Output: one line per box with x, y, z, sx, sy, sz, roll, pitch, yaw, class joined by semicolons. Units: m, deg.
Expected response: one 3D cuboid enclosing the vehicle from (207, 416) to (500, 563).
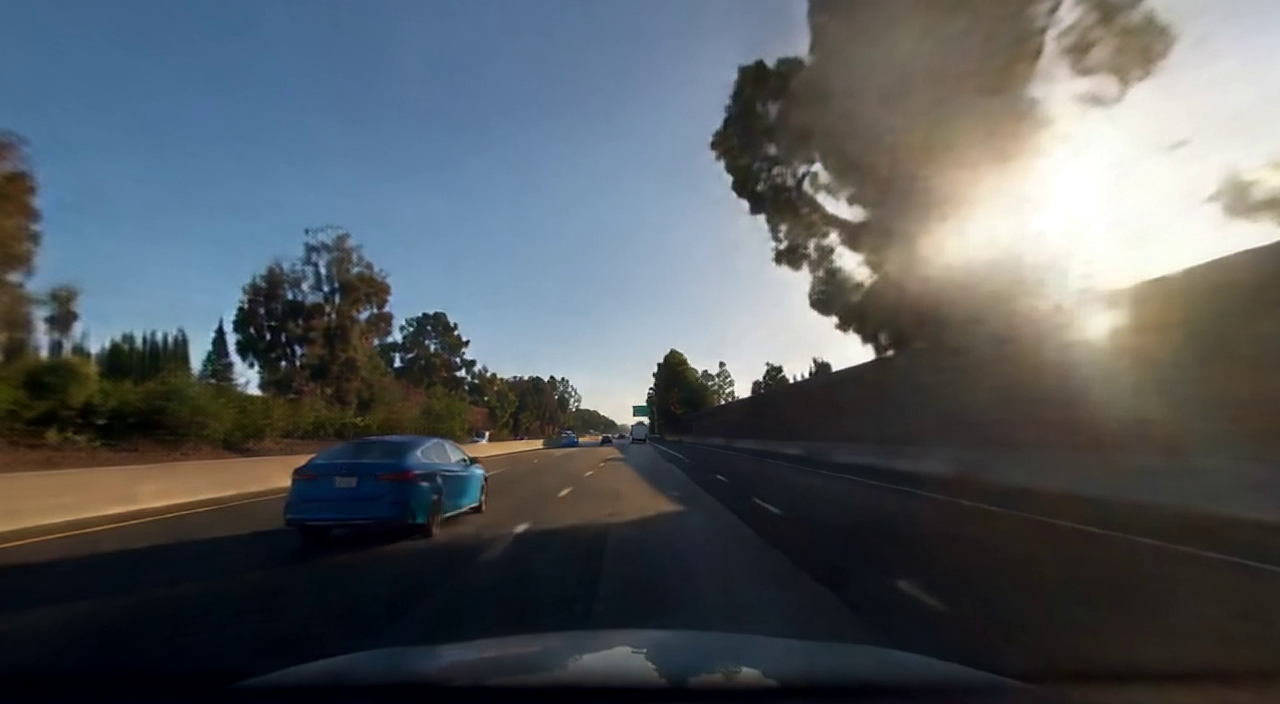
-3.396;1.683;8.477;2.079;1.500;3.881;0;-8;0;vehicle
